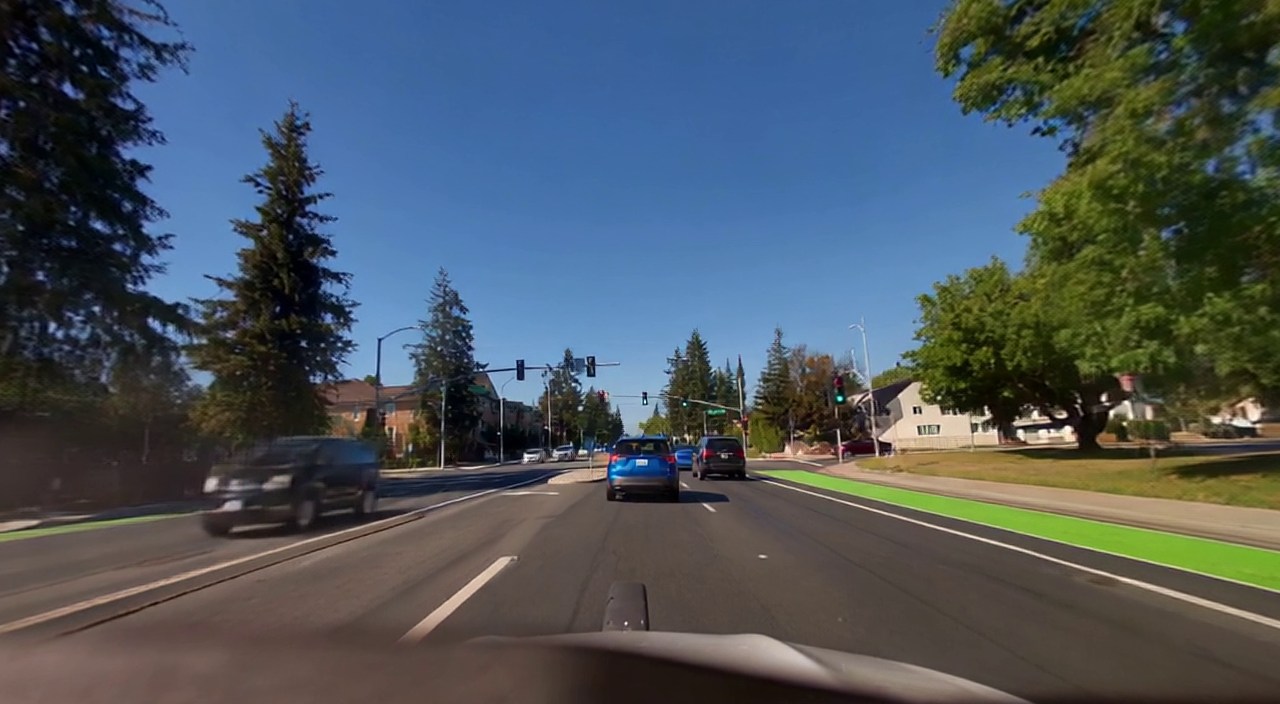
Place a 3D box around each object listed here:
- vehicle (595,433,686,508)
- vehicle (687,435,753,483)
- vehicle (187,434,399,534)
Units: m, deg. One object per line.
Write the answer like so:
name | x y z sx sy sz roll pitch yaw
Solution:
vehicle | 0.017 3.068 16.716 2.109 1.730 3.963 0 -8 0
vehicle | 3.266 4.498 26.756 2.189 1.815 4.495 0 -8 0
vehicle | -6.935 2.648 13.280 2.005 1.729 4.293 0 -8 0
